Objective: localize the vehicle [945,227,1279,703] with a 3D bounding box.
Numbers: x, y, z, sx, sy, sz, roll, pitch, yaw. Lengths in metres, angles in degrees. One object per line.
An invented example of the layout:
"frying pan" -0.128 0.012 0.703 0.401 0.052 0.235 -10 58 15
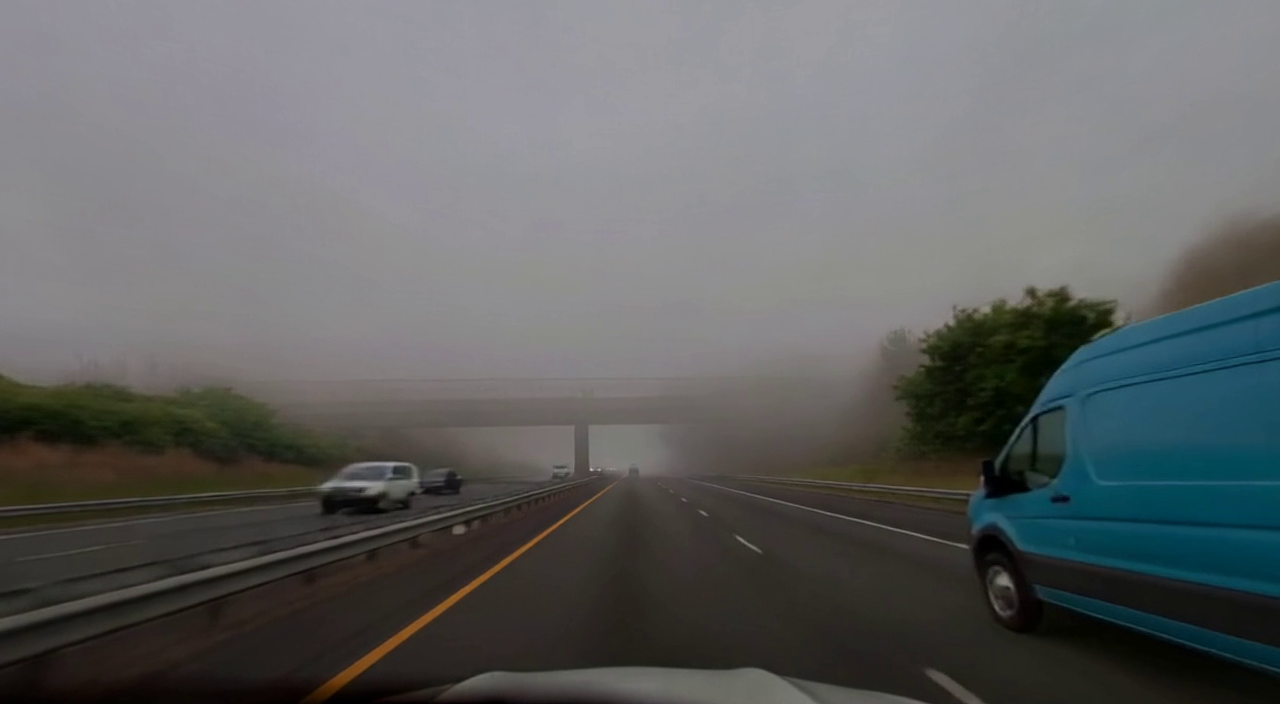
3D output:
"vehicle" 4.565 0.662 3.330 2.372 2.581 6.763 1 -10 -1

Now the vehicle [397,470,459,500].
"vehicle" -11.025 6.903 32.907 1.812 1.421 4.261 1 -10 -1

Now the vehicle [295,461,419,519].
"vehicle" -8.472 4.156 19.260 1.872 1.514 4.101 1 -10 0
